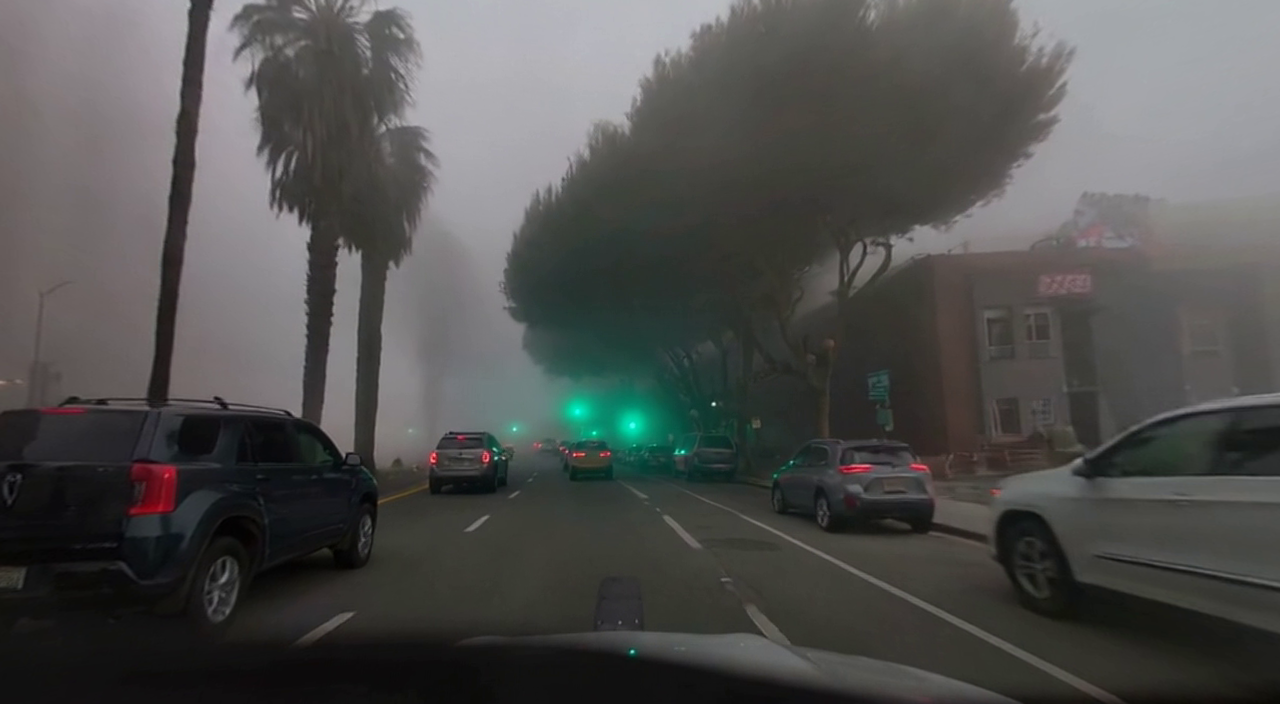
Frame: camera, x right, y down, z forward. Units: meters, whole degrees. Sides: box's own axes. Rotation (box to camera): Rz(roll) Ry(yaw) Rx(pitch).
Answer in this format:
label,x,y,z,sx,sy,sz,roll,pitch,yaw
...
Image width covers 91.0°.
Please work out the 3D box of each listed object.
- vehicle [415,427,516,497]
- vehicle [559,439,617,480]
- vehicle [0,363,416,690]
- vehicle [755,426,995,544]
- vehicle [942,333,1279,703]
label,x,y,z,sx,sy,sz,roll,pitch,yaw
vehicle,-4.872,3.122,18.244,2.014,1.740,4.392,1,-8,-5
vehicle,-2.108,4.158,24.559,2.036,1.461,3.890,1,-9,-8
vehicle,-3.659,1.263,5.642,1.800,1.797,4.224,0,-8,-1
vehicle,3.547,2.104,10.736,1.808,1.526,4.894,1,-8,-6
vehicle,3.974,0.910,3.576,1.963,1.802,4.648,1,-8,-3
